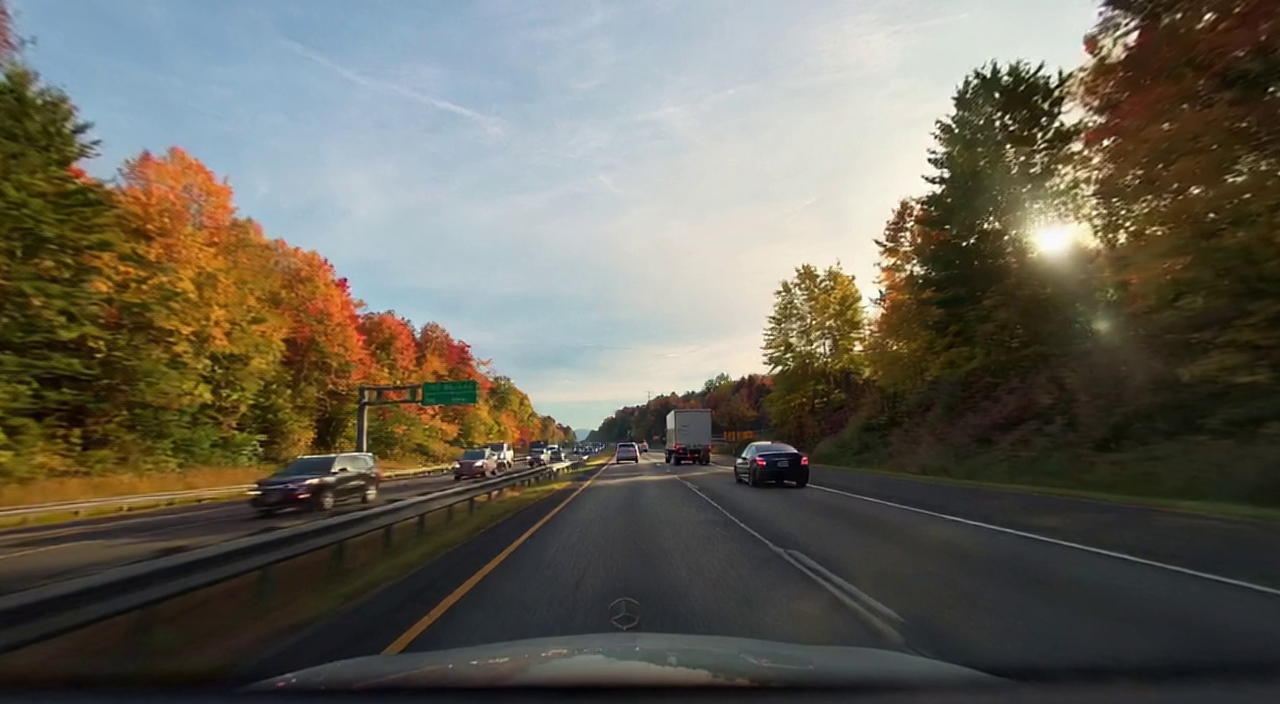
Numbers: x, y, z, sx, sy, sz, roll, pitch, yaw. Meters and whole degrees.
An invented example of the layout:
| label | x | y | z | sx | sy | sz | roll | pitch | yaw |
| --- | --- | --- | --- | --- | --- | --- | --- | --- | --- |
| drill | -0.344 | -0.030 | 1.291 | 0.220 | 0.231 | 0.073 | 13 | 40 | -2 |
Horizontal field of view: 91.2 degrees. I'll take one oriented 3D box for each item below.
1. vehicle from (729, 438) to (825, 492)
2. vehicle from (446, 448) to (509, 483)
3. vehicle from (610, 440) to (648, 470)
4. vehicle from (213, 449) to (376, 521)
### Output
| label | x | y | z | sx | sy | sz | roll | pitch | yaw |
| --- | --- | --- | --- | --- | --- | --- | --- | --- | --- |
| vehicle | 4.239 | 3.579 | 20.127 | 1.997 | 1.504 | 4.236 | 0 | -9 | -2 |
| vehicle | -8.161 | 5.711 | 31.806 | 2.023 | 1.636 | 4.274 | -1 | -9 | 0 |
| vehicle | -0.679 | 6.358 | 38.665 | 2.168 | 1.705 | 4.272 | 0 | -9 | -1 |
| vehicle | -9.121 | 3.490 | 17.054 | 1.983 | 1.658 | 4.280 | -1 | -9 | 0 |
